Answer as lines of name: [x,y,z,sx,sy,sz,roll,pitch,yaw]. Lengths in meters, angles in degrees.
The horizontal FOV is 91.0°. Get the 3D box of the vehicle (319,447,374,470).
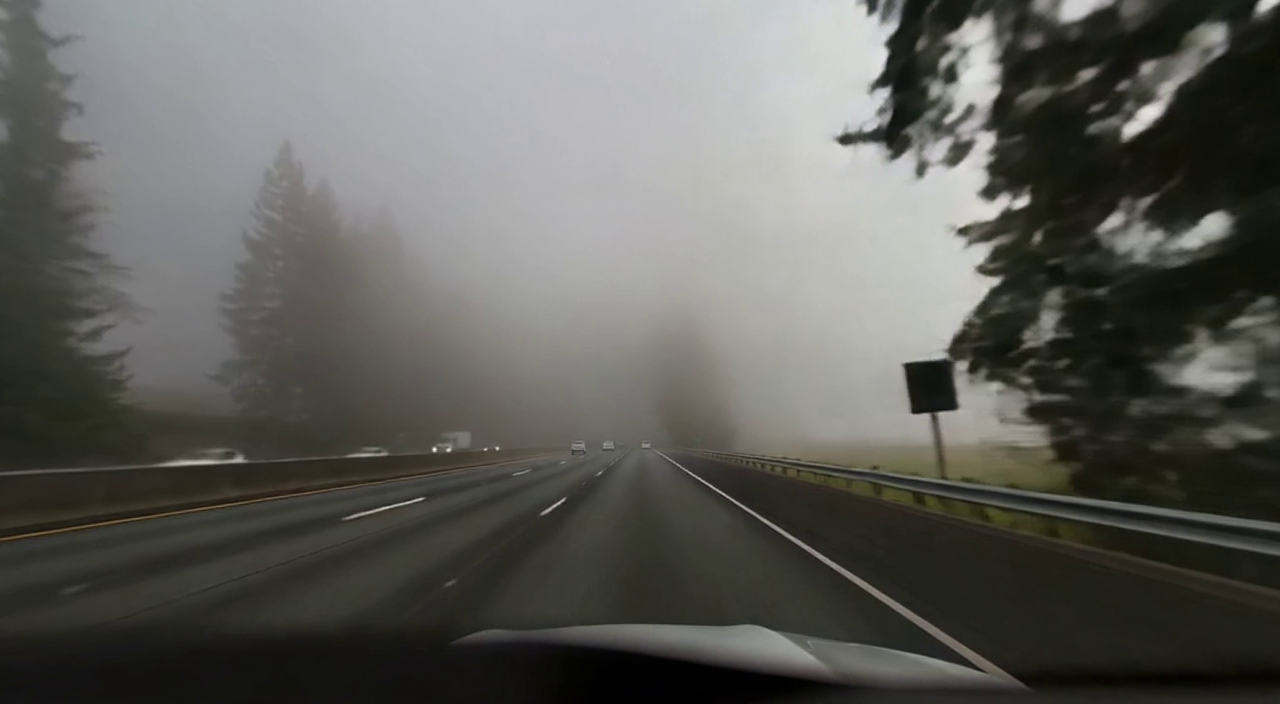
vehicle: [-19.324,7.017,41.603,1.724,1.415,3.832,0,-8,1]

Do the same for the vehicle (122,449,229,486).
vehicle: [-19.733,4.904,26.944,1.715,1.405,3.727,0,-8,0]
